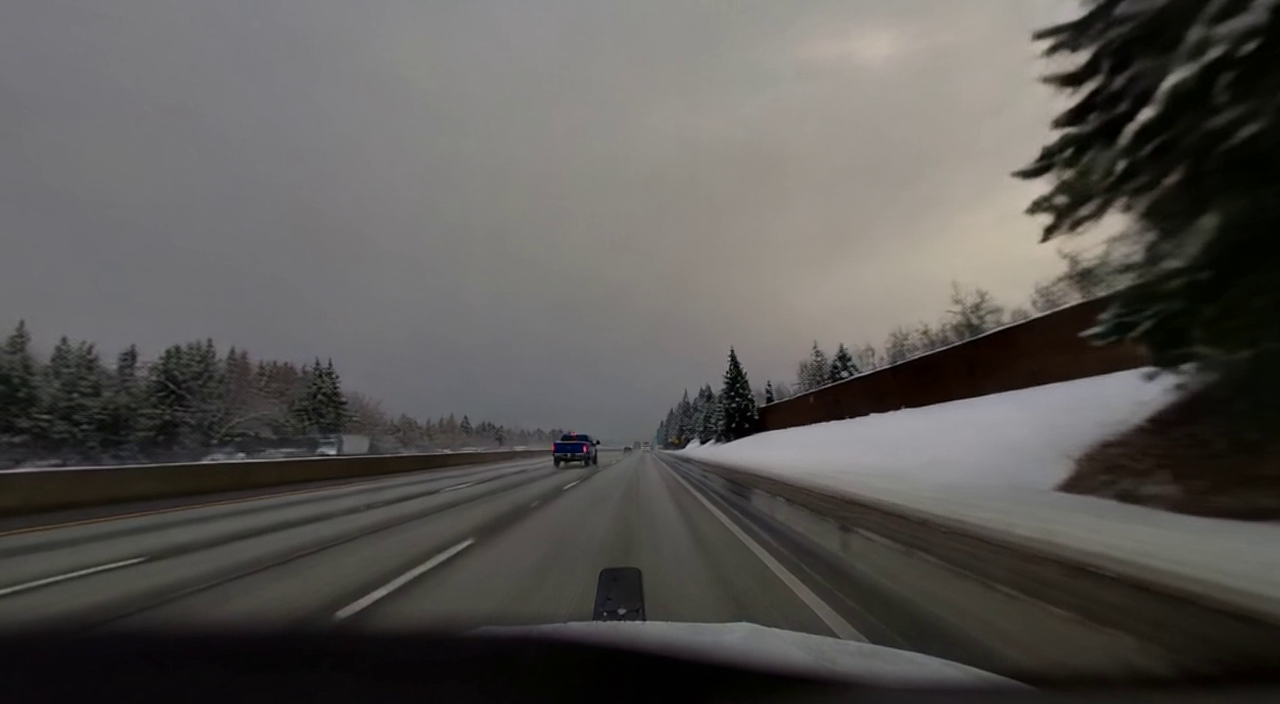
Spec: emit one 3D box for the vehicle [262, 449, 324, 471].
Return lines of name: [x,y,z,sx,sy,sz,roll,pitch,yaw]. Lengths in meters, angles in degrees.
vehicle: [-25.574,7.940,46.649,1.916,1.489,4.504,0,-9,1]

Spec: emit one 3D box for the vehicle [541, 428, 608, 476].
vehicle: [-3.115,4.978,31.575,2.604,2.170,6.271,0,-9,1]

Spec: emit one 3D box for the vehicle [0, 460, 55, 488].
vehicle: [-36.219,6.915,35.819,1.727,1.445,4.404,0,-9,0]
